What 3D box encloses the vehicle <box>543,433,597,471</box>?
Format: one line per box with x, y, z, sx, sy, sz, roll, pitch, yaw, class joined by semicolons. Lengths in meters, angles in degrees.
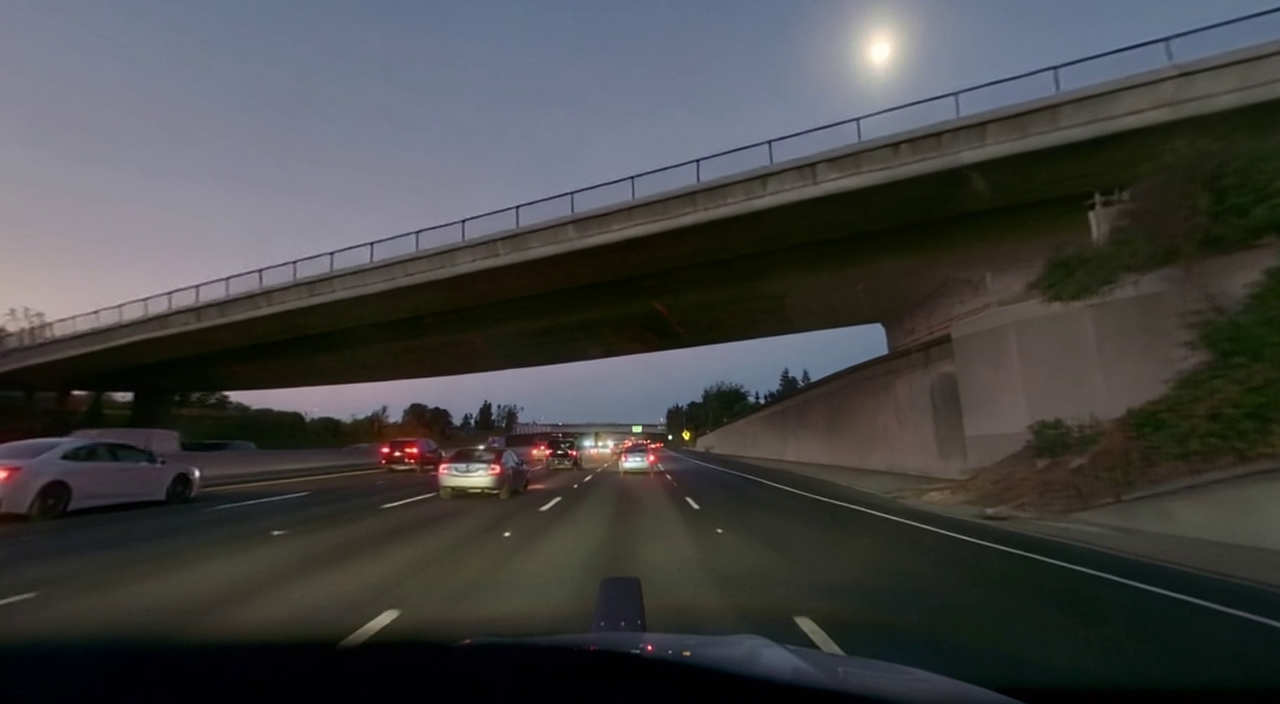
-3.632;5.268;33.365;2.237;1.841;4.683;0;-8;1;vehicle

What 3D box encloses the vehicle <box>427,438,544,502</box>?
-4.009;3.124;17.144;1.997;1.490;4.471;0;-8;1;vehicle

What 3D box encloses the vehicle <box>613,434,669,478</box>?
0.040;4.316;26.378;2.160;1.678;4.178;0;-8;0;vehicle

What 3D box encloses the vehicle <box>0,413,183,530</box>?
-11.059;2.062;11.118;2.119;1.816;5.019;0;-8;0;vehicle

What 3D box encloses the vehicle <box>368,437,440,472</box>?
-11.954;5.190;32.090;1.954;1.640;4.339;0;-8;0;vehicle
